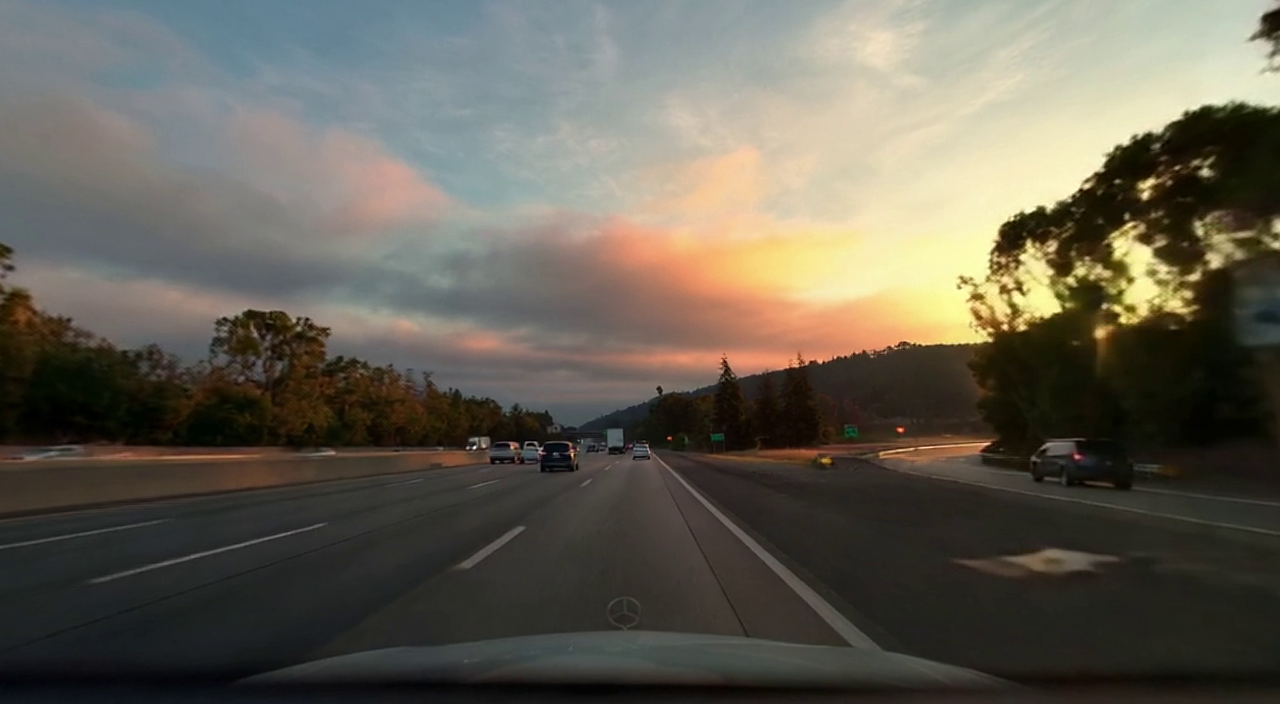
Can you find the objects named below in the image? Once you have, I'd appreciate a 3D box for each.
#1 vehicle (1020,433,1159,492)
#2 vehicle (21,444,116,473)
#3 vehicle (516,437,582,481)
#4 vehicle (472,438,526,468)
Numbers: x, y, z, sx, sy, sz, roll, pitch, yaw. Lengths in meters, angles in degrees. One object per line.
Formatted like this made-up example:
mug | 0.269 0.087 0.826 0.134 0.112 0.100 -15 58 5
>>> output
vehicle | 15.710 3.873 22.415 2.200 1.827 4.822 -2 -9 12
vehicle | -31.227 5.822 34.560 1.651 1.464 3.729 0 -9 1
vehicle | -3.788 4.547 26.926 2.094 1.695 4.260 0 -9 1
vehicle | -10.278 7.398 46.428 2.519 2.029 6.180 0 -9 1
